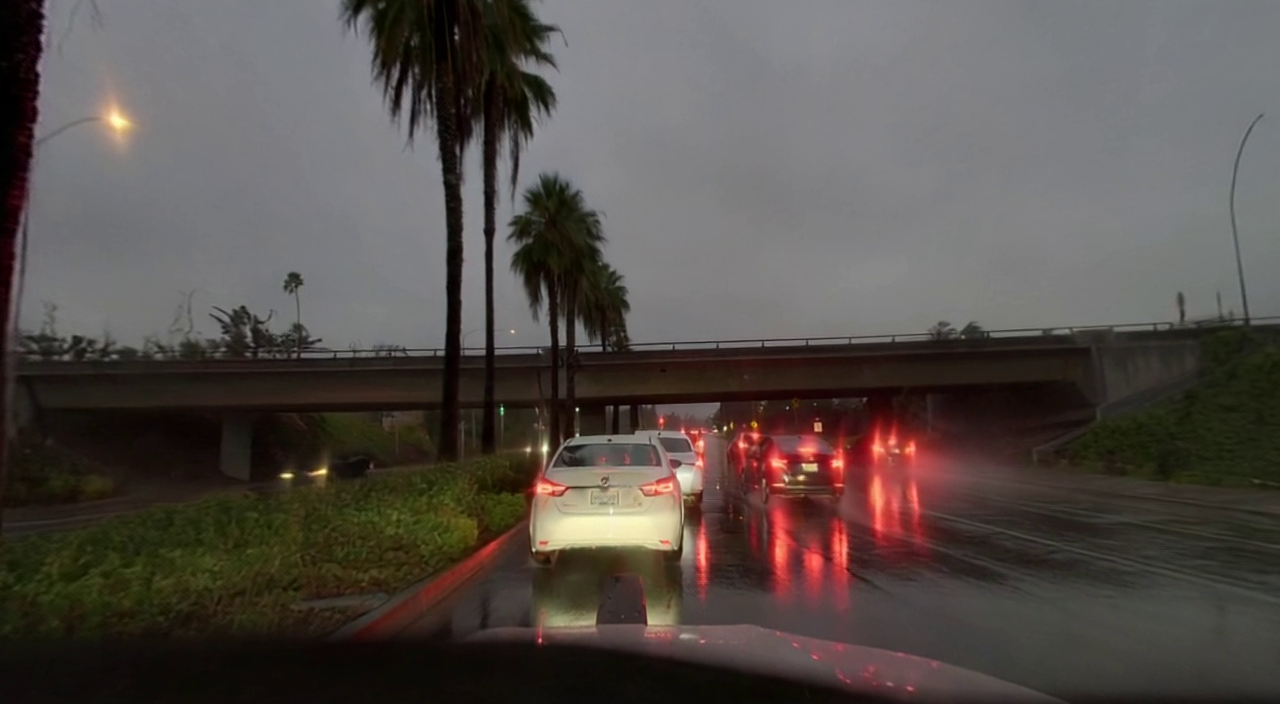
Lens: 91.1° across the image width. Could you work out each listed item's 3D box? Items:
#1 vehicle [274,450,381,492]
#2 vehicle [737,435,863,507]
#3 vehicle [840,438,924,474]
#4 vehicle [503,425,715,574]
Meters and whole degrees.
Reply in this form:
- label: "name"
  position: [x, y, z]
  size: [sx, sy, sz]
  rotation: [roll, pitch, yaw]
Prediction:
- label: "vehicle"
  position: [-12.295, 4.670, 25.064]
  size: [1.933, 1.486, 4.449]
  rotation: [0, -8, 0]
- label: "vehicle"
  position: [3.817, 2.928, 15.975]
  size: [2.034, 1.517, 4.840]
  rotation: [0, -8, 1]
- label: "vehicle"
  position: [10.855, 4.698, 28.524]
  size: [2.100, 1.469, 4.772]
  rotation: [0, -9, 3]
- label: "vehicle"
  position: [-0.254, 1.819, 8.521]
  size: [2.172, 1.506, 4.018]
  rotation: [0, -8, 2]
